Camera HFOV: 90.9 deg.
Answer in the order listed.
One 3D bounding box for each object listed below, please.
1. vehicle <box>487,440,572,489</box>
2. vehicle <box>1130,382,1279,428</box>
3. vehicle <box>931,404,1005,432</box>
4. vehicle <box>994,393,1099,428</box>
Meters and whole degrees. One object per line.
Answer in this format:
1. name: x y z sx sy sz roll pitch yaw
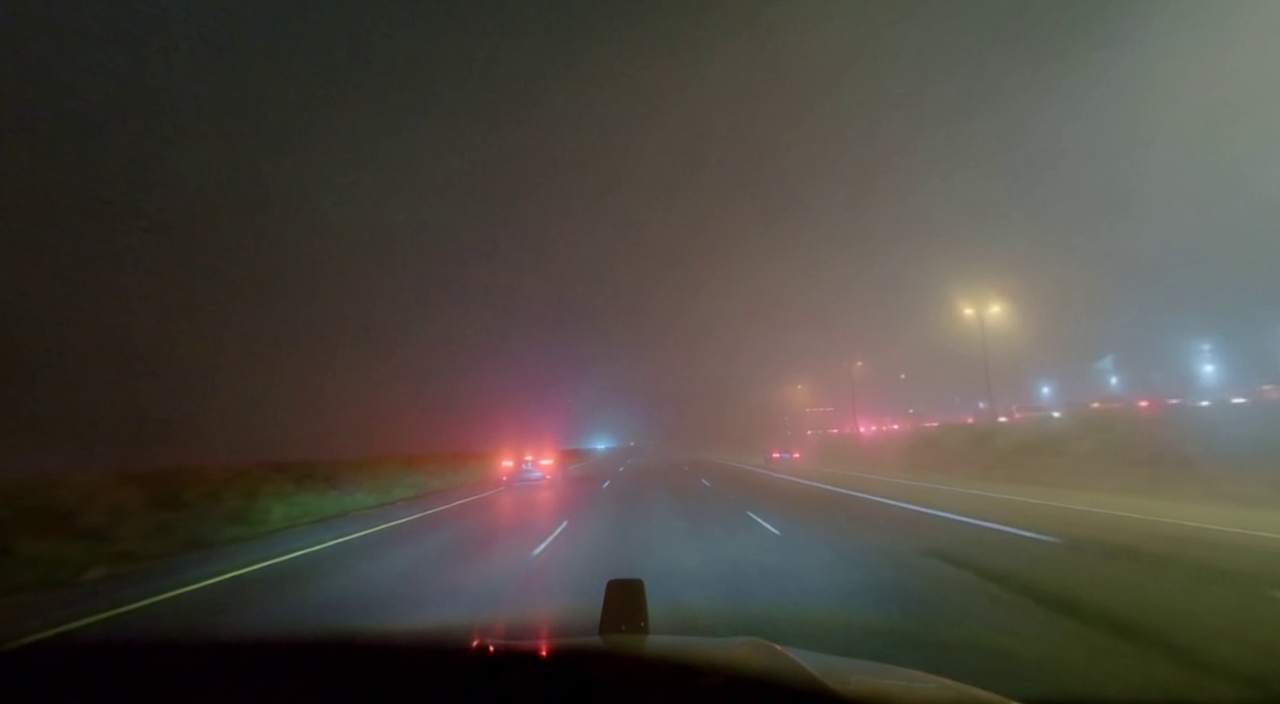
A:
1. vehicle: -3.661 3.818 21.811 2.021 1.526 4.385 0 -8 2
2. vehicle: 20.511 1.980 22.897 4.100 1.427 1.794 -6 -10 35
3. vehicle: 22.155 4.505 42.684 4.214 1.476 1.936 -7 -14 25
4. vehicle: 21.405 3.159 33.373 4.459 1.642 1.856 -5 -10 30
